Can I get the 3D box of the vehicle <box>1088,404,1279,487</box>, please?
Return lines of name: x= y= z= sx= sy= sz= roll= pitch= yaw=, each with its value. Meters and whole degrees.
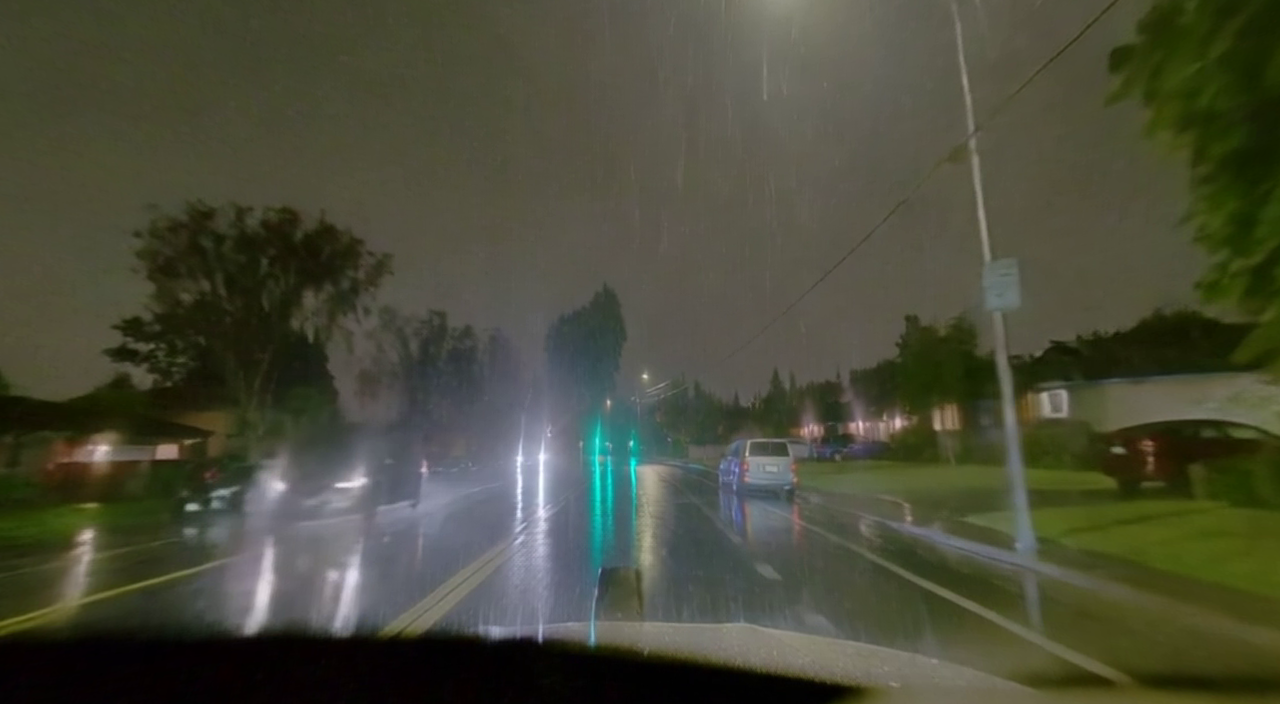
vehicle: x=13.026 y=2.094 z=14.175 sx=4.360 sy=1.692 sz=2.011 roll=0 pitch=-8 yaw=0

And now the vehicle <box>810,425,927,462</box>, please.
vehicle: x=12.560 y=5.075 z=35.152 sx=5.437 sy=1.931 sz=2.837 roll=0 pitch=-8 yaw=1

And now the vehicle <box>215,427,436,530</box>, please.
vehicle: x=-6.537 y=2.679 z=14.082 sx=2.294 sy=1.831 sz=5.199 roll=1 pitch=-8 yaw=-1

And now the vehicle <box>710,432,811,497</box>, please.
vehicle: x=3.692 y=3.567 z=20.549 sx=2.176 sy=1.793 sz=5.534 roll=1 pitch=-8 yaw=0

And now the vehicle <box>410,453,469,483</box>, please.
vehicle: x=-11.146 y=6.461 z=35.461 sx=1.922 sy=1.496 sz=4.598 roll=1 pitch=-8 yaw=-1

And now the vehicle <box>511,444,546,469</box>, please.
vehicle: x=-8.312 y=7.811 z=47.524 sx=2.090 sy=1.724 sz=4.270 roll=1 pitch=-8 yaw=-4
